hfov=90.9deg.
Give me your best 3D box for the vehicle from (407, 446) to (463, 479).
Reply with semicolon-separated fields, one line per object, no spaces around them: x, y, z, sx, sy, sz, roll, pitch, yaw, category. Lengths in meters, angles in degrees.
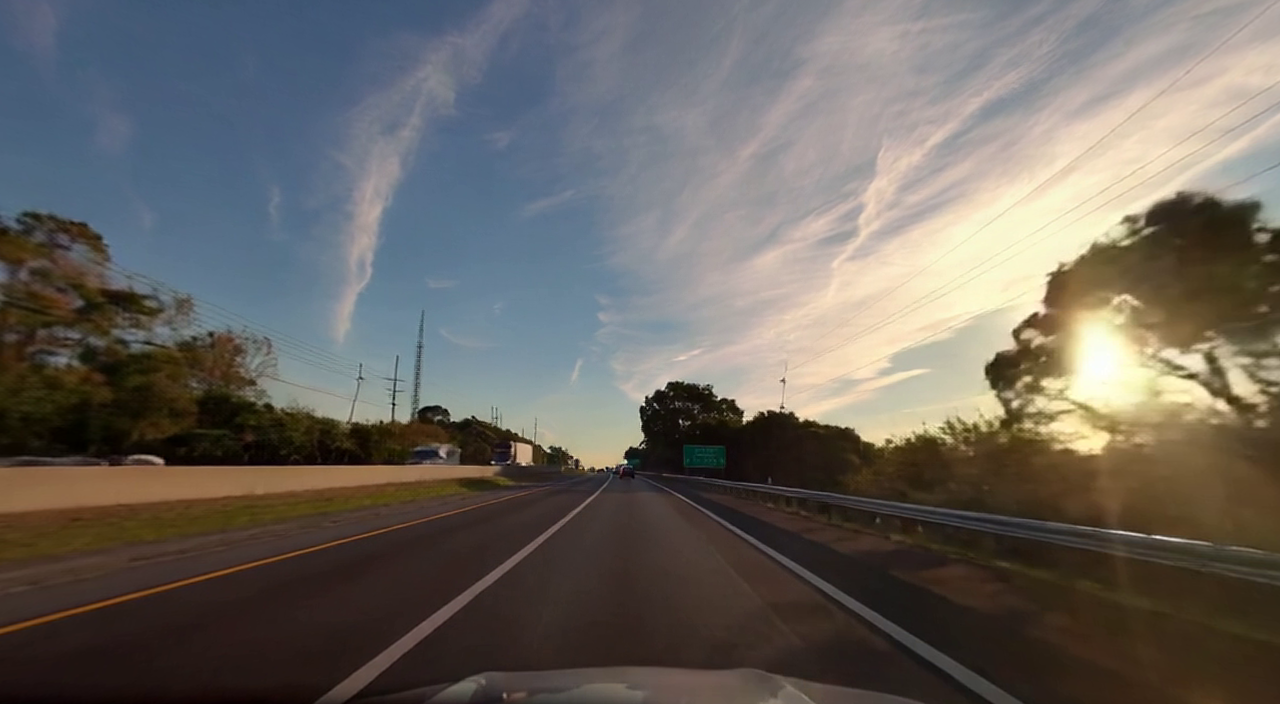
-15.167;8.289;47.045;2.198;2.227;5.741;1;-10;0;vehicle
